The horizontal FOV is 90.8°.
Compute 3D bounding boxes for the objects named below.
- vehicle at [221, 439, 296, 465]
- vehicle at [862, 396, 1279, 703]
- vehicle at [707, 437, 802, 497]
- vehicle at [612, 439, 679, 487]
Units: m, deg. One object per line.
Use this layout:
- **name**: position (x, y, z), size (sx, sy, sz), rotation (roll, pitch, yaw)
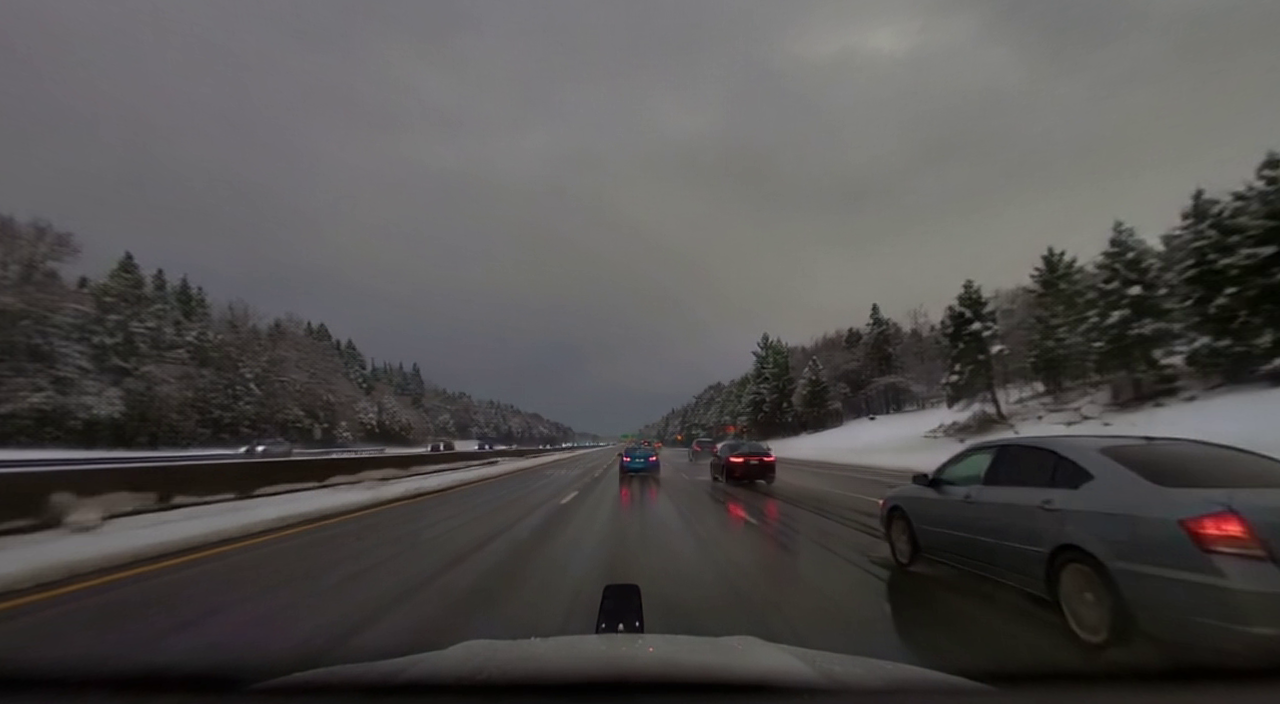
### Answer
- **vehicle**: position (-25.931, 6.808, 43.197), size (2.105, 1.666, 4.914), rotation (0, -9, 0)
- **vehicle**: position (3.411, 1.223, 4.372), size (1.993, 1.504, 4.781), rotation (0, -9, 0)
- **vehicle**: position (3.176, 3.277, 18.394), size (1.856, 1.517, 4.198), rotation (0, -9, -2)
- **vehicle**: position (0.118, 3.798, 21.916), size (2.098, 1.475, 3.997), rotation (0, -9, -1)
